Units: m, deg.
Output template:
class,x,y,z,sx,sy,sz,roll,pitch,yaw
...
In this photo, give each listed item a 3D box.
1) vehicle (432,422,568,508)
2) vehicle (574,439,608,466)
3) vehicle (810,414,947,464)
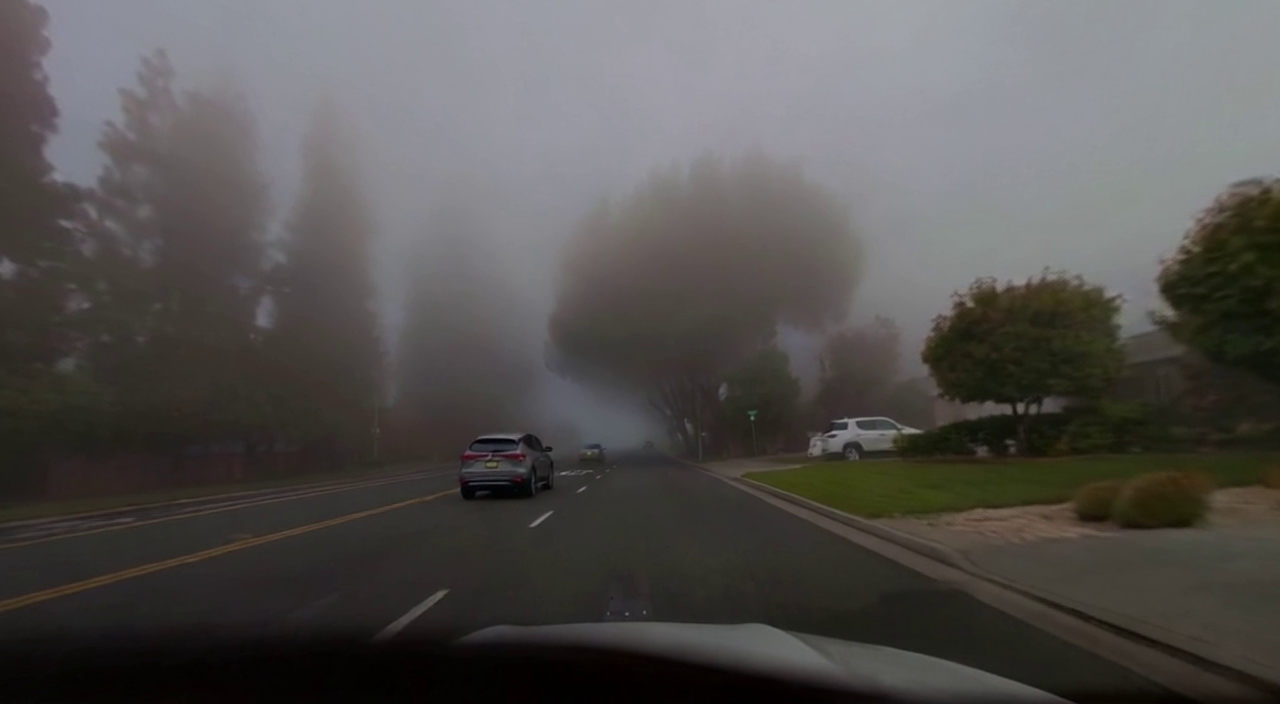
class,x,y,z,sx,sy,sz,roll,pitch,yaw
vehicle,-3.178,2.684,15.417,2.190,1.766,4.394,0,-8,2
vehicle,-2.954,6.144,38.625,1.802,1.528,3.490,0,-8,0
vehicle,9.904,3.654,26.512,4.944,2.023,1.973,0,-8,1
